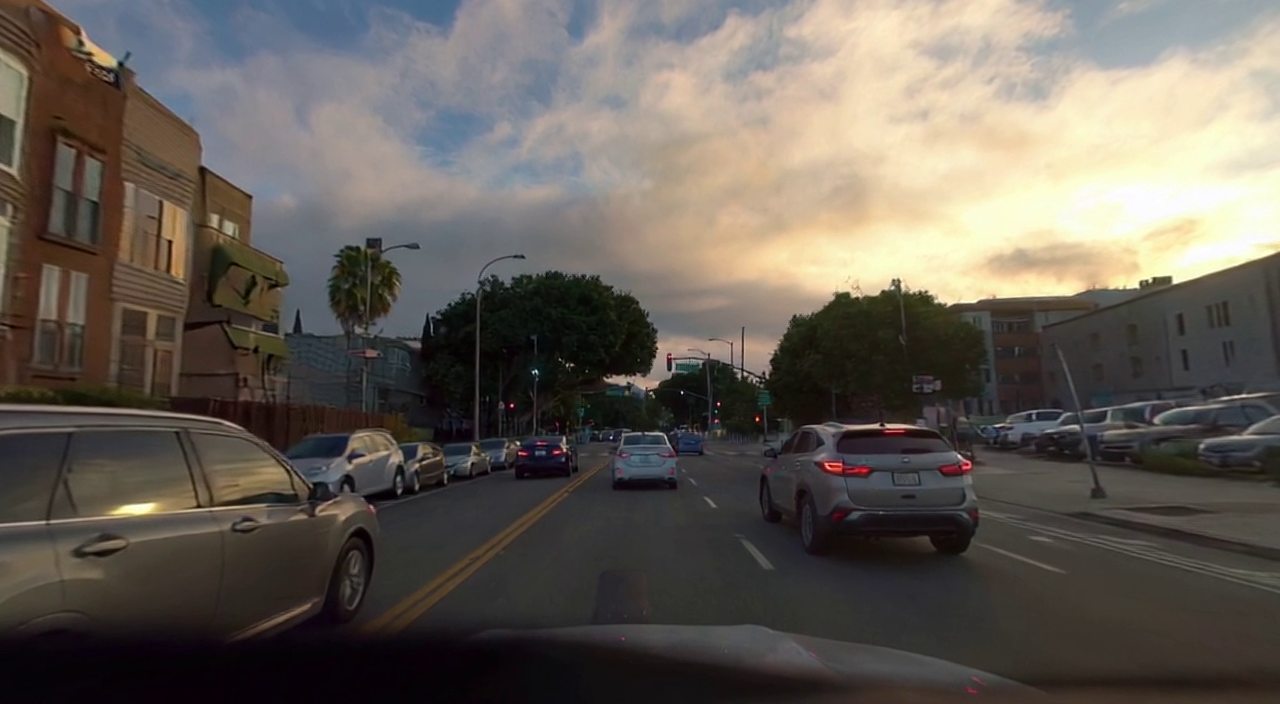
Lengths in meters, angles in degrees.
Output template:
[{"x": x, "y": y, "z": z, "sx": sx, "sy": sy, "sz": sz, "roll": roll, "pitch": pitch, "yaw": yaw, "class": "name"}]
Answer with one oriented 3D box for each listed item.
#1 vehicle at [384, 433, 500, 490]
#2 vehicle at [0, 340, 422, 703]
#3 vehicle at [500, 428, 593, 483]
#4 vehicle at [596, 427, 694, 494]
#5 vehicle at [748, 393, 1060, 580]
[{"x": -5.784, "y": 3.220, "z": 19.031, "sx": 1.864, "sy": 1.502, "sz": 4.459, "roll": 0, "pitch": -8, "yaw": 3, "class": "vehicle"}, {"x": -3.023, "y": 1.011, "z": 3.569, "sx": 2.085, "sy": 1.619, "sz": 3.976, "roll": 0, "pitch": -8, "yaw": 1, "class": "vehicle"}, {"x": -2.750, "y": 3.177, "z": 19.696, "sx": 2.019, "sy": 1.507, "sz": 4.643, "roll": -1, "pitch": -8, "yaw": 2, "class": "vehicle"}, {"x": 0.100, "y": 2.709, "z": 16.127, "sx": 2.139, "sy": 1.466, "sz": 4.373, "roll": 0, "pitch": -8, "yaw": 0, "class": "vehicle"}, {"x": 2.820, "y": 1.554, "z": 8.078, "sx": 2.094, "sy": 1.709, "sz": 4.394, "roll": 0, "pitch": -8, "yaw": 0, "class": "vehicle"}]
